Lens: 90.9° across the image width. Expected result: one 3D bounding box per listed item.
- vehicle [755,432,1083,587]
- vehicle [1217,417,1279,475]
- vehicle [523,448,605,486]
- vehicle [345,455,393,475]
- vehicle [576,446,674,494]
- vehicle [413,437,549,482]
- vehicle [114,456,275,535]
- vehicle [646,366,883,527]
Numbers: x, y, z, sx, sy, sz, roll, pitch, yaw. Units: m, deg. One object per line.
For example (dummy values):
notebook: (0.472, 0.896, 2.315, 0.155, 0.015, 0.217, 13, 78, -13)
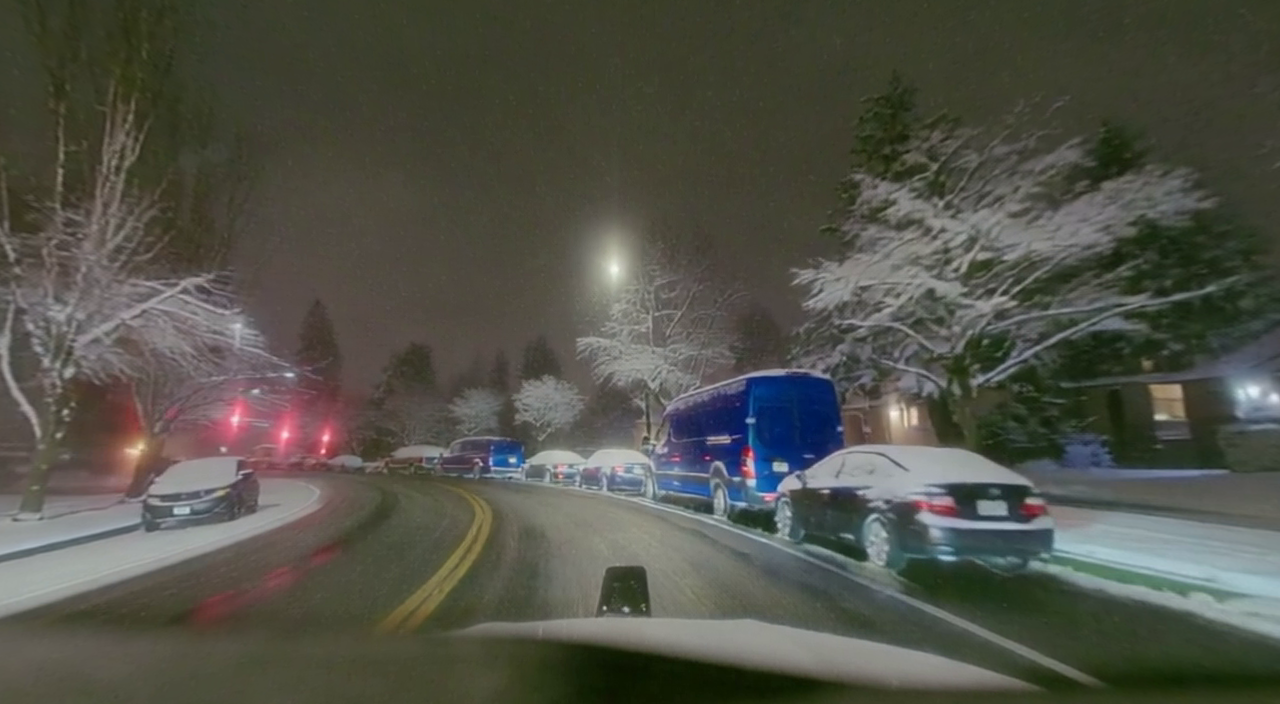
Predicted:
vehicle: (3.165, 1.859, 8.390, 1.891, 1.466, 4.362, 1, -9, -8)
vehicle: (19.841, 2.961, 20.060, 1.830, 1.648, 4.635, -11, -13, 43)
vehicle: (-3.433, 4.968, 27.615, 1.957, 1.479, 4.554, 5, -10, -29)
vehicle: (-20.714, 8.586, 48.067, 1.804, 1.453, 4.462, 8, -12, -44)
vehicle: (-0.661, 3.993, 21.809, 1.961, 1.456, 4.569, 3, -9, -20)
vehicle: (-9.408, 6.125, 36.052, 3.041, 2.164, 10.370, 5, -11, -41)
vehicle: (-10.156, 3.228, 14.758, 1.985, 1.485, 3.820, 3, -9, -18)
vehicle: (2.217, 2.126, 14.268, 2.406, 2.689, 6.916, 2, -9, -15)
